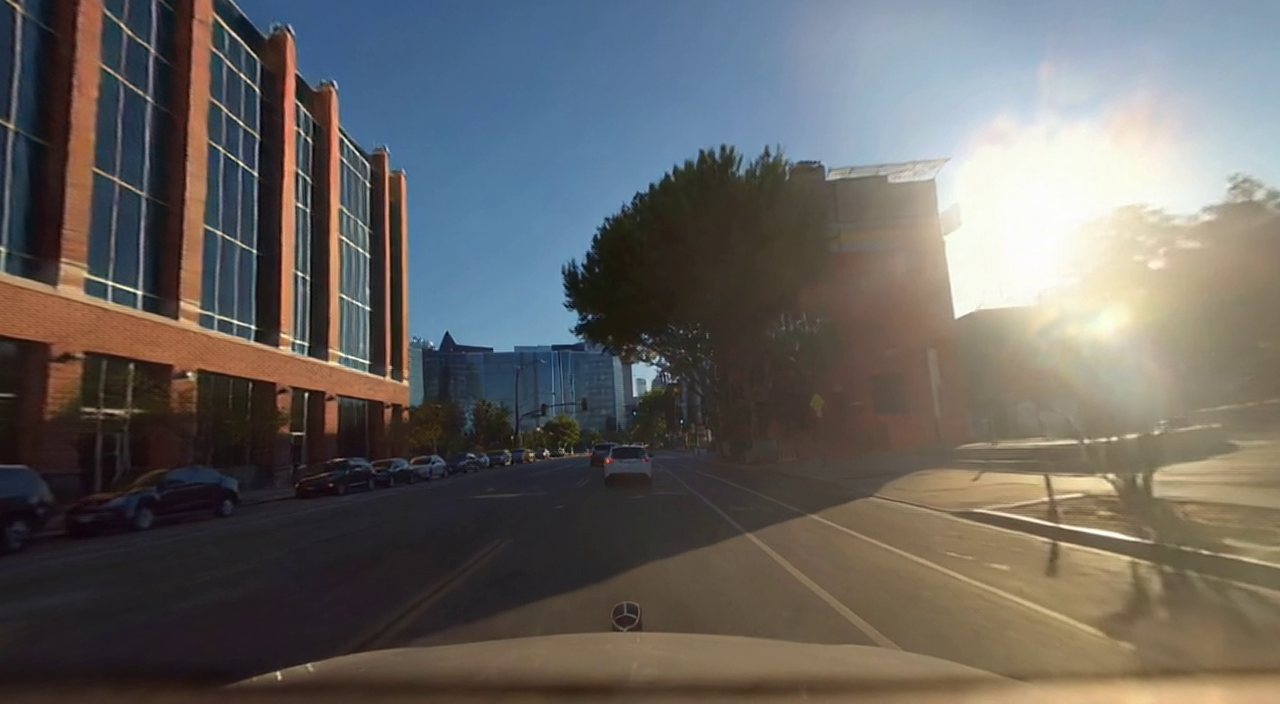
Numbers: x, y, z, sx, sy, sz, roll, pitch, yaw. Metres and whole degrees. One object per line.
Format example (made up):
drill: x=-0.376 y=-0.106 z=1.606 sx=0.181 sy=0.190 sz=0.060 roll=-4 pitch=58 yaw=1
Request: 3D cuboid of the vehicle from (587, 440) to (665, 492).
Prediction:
vehicle: x=-0.432 y=3.615 z=20.361 sx=2.269 sy=1.479 sz=3.980 roll=0 pitch=-9 yaw=-1

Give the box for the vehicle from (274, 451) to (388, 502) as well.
vehicle: x=-11.977 y=4.823 z=24.936 sx=2.077 sy=1.732 sz=4.704 roll=0 pitch=-9 yaw=0

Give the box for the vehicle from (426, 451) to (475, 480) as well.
vehicle: x=-12.130 y=7.264 z=40.666 sx=1.976 sy=1.577 sz=4.091 roll=-4 pitch=-8 yaw=-1

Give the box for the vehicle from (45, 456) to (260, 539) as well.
vehicle: x=-11.905 y=3.508 z=15.933 sx=1.881 sy=1.686 sz=4.451 roll=0 pitch=-9 yaw=-1

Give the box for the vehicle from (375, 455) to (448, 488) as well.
vehicle: x=-11.829 y=6.183 z=33.094 sx=1.991 sy=1.507 sz=4.879 roll=0 pitch=-8 yaw=0
